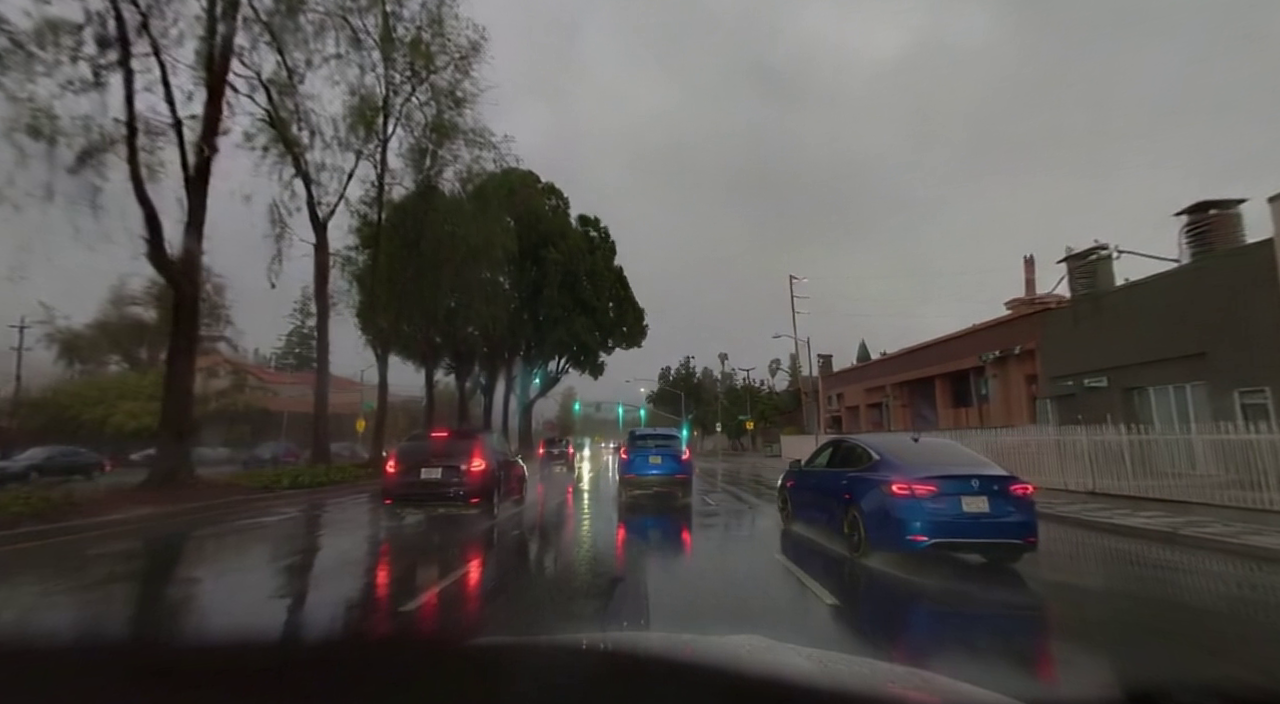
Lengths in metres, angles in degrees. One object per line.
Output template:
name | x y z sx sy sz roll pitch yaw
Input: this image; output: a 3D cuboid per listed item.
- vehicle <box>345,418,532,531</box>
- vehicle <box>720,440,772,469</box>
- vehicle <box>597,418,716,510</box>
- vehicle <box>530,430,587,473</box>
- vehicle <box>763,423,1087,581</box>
vehicle | -3.444 2.198 11.915 2.043 1.687 4.676 0 -8 -1
vehicle | 5.795 5.686 35.098 2.010 1.486 4.498 0 -8 -1
vehicle | 0.200 2.479 14.363 2.280 1.747 4.361 0 -8 -3
vehicle | -3.602 4.490 28.584 2.014 1.755 4.360 0 -8 0
vehicle | 3.190 1.775 8.378 2.017 1.491 4.611 0 -8 -2
